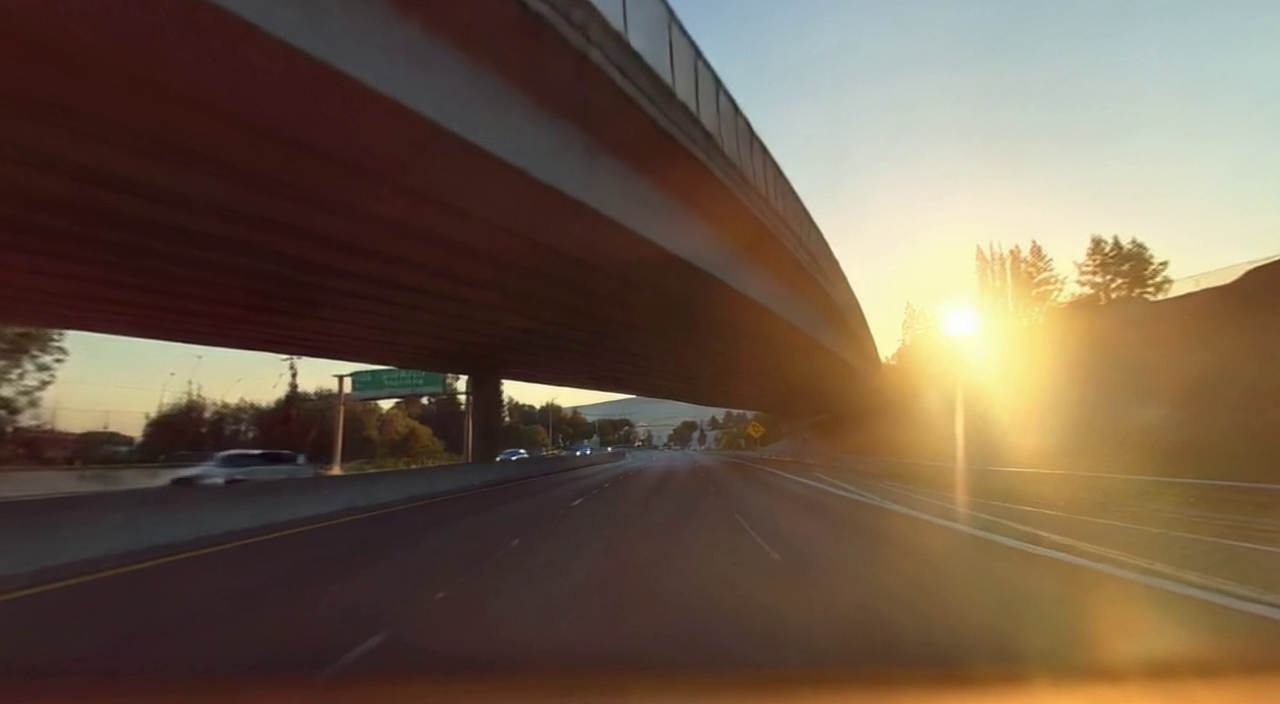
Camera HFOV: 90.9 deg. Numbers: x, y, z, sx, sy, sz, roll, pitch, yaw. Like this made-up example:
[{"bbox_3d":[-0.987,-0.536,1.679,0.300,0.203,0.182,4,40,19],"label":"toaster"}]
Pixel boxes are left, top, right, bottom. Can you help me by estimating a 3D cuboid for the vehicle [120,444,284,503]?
[{"bbox_3d":[-13.595,3.755,19.980,1.960,1.530,4.344,-4,-9,3],"label":"vehicle"}]
